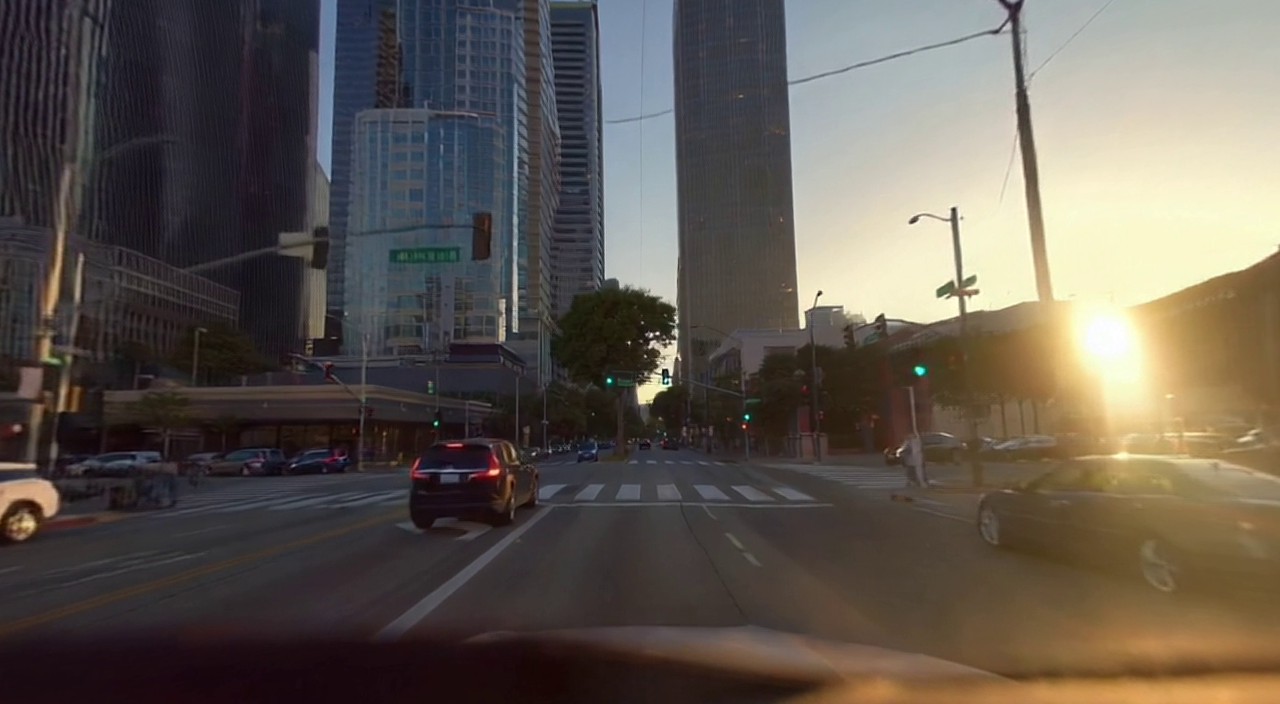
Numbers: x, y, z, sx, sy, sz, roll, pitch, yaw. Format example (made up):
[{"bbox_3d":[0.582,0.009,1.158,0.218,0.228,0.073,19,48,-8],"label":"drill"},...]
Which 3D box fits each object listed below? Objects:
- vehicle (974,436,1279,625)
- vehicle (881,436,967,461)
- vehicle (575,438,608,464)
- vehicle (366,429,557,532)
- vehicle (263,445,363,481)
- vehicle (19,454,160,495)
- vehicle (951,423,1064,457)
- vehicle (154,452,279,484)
[{"bbox_3d":[5.890,1.675,6.808,1.929,1.464,4.494,0,-8,-3],"label":"vehicle"},{"bbox_3d":[17.377,5.911,38.722,4.293,1.495,1.935,0,-8,-1],"label":"vehicle"},{"bbox_3d":[-3.762,7.803,49.730,2.176,1.804,4.740,-3,-9,0],"label":"vehicle"},{"bbox_3d":[-2.915,2.217,11.586,2.014,1.480,4.780,0,-8,1],"label":"vehicle"},{"bbox_3d":[-21.403,7.271,41.471,5.283,1.959,2.453,-3,-7,-1],"label":"vehicle"},{"bbox_3d":[-25.113,5.589,28.866,4.599,1.429,2.031,-4,-7,0],"label":"vehicle"},{"bbox_3d":[20.328,4.916,35.011,4.827,1.817,2.190,0,-8,0],"label":"vehicle"},{"bbox_3d":[-21.590,5.934,32.310,4.791,1.506,2.244,0,-8,0],"label":"vehicle"}]
